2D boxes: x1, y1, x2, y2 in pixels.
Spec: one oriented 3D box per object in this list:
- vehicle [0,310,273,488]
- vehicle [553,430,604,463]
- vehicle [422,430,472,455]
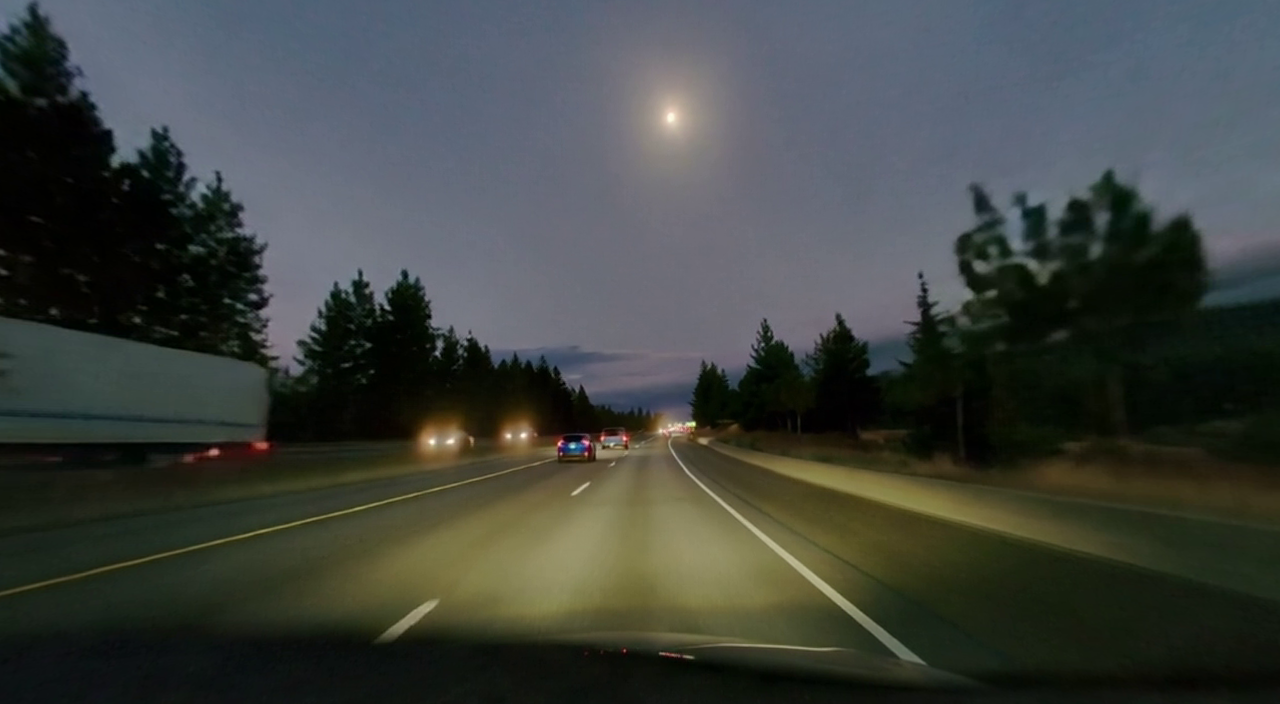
[{"bbox_3d":[-17.380,1.459,17.427,3.250,4.341,18.494,0,-8,0],"label":"vehicle"},{"bbox_3d":[-3.085,4.900,32.665,2.053,1.589,4.671,0,-8,2],"label":"vehicle"},{"bbox_3d":[-12.803,6.035,41.806,1.939,1.524,4.056,0,-8,2],"label":"vehicle"}]
